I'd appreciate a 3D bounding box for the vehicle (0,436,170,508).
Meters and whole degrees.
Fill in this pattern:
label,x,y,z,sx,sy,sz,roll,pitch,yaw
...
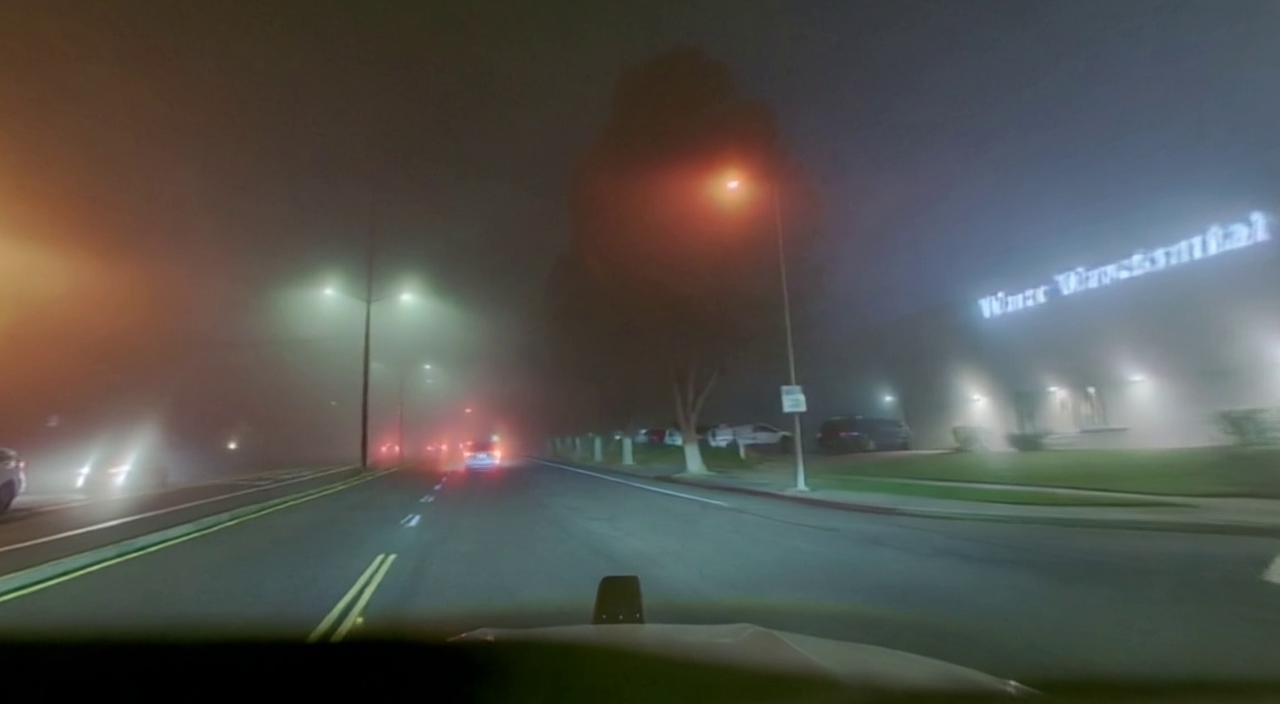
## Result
label,x,y,z,sx,sy,sz,roll,pitch,yaw
vehicle,-15.932,3.324,18.044,2.275,1.752,4.858,2,-9,-15

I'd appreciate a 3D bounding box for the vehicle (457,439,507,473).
label,x,y,z,sx,sy,sz,roll,pitch,yaw
vehicle,-8.253,5.334,32.692,2.197,1.642,4.312,3,-9,-17

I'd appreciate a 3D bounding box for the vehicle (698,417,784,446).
label,x,y,z,sx,sy,sz,roll,pitch,yaw
vehicle,6.351,5.061,39.868,4.851,1.737,2.189,3,-9,-18
